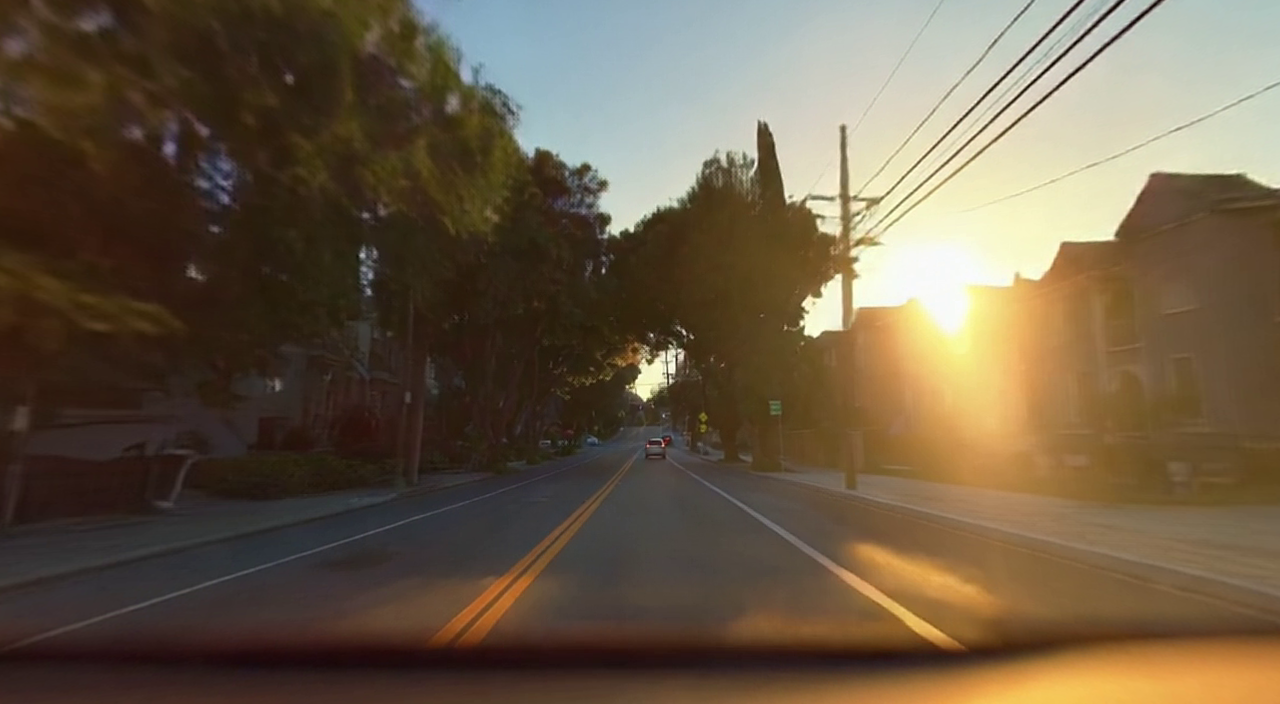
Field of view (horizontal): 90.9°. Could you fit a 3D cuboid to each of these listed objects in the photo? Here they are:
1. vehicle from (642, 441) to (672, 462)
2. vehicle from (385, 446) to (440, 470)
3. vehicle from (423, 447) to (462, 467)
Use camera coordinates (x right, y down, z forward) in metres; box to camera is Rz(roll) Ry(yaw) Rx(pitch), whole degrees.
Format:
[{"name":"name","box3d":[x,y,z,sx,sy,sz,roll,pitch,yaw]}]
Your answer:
[{"name":"vehicle","box3d":[1.193,7.358,46.508,2.097,1.463,4.043,0,-9,0]},{"name":"vehicle","box3d":[-15.531,7.262,43.359,2.113,1.501,4.659,0,-9,-1]},{"name":"vehicle","box3d":[-15.326,8.120,49.106,1.692,1.477,3.902,0,-9,1]}]
